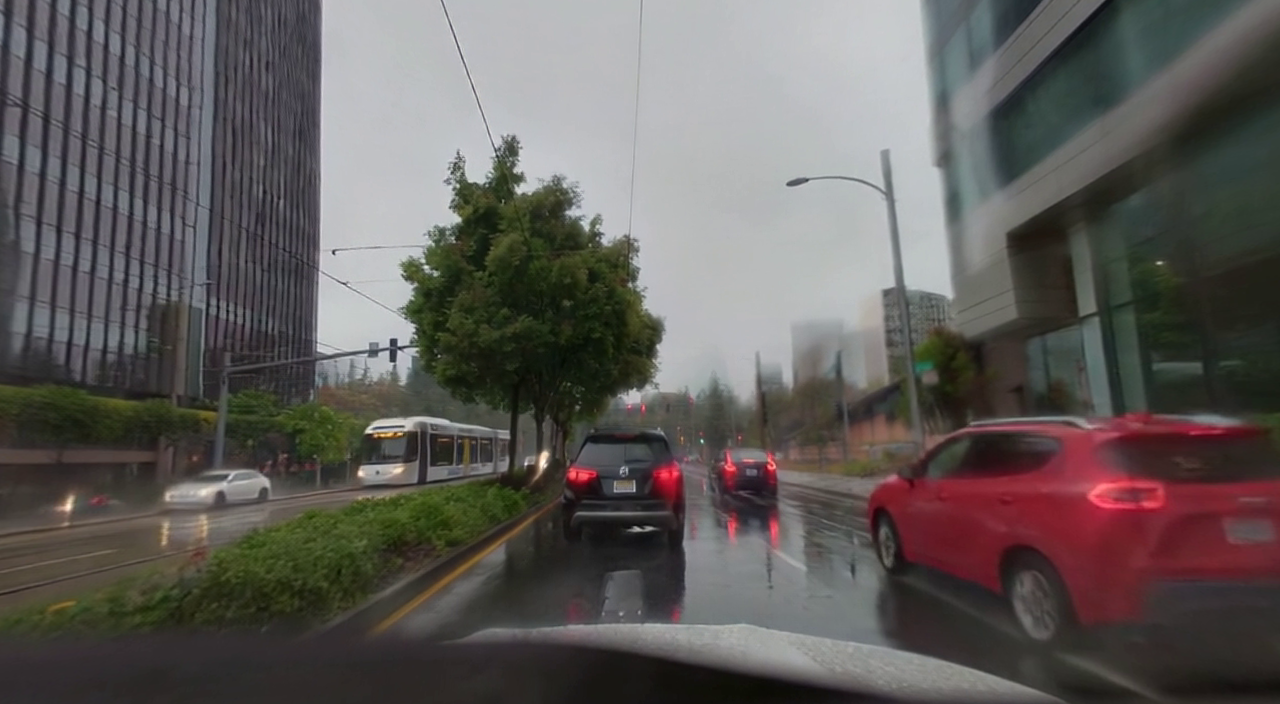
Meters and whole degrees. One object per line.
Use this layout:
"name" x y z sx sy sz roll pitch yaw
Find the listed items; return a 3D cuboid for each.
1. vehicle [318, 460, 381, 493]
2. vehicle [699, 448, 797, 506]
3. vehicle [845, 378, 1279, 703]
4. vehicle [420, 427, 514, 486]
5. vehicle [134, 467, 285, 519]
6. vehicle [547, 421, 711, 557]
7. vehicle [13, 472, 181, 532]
"vehicle" -18.909 8.105 41.406 1.933 1.919 4.913 0 -8 -2
"vehicle" 3.023 3.583 18.667 1.993 1.480 4.324 0 -9 -2
"vehicle" 3.571 1.323 5.406 2.029 1.717 4.624 0 -8 -1
"vehicle" -10.970 6.763 41.498 3.053 3.359 10.539 0 -8 1
"vehicle" -15.001 4.921 22.434 2.077 1.458 4.718 0 -8 0
"vehicle" -0.230 2.137 10.601 2.178 1.779 4.255 0 -8 -2
"vehicle" -19.053 5.223 22.531 2.066 1.700 4.536 0 -8 -2
